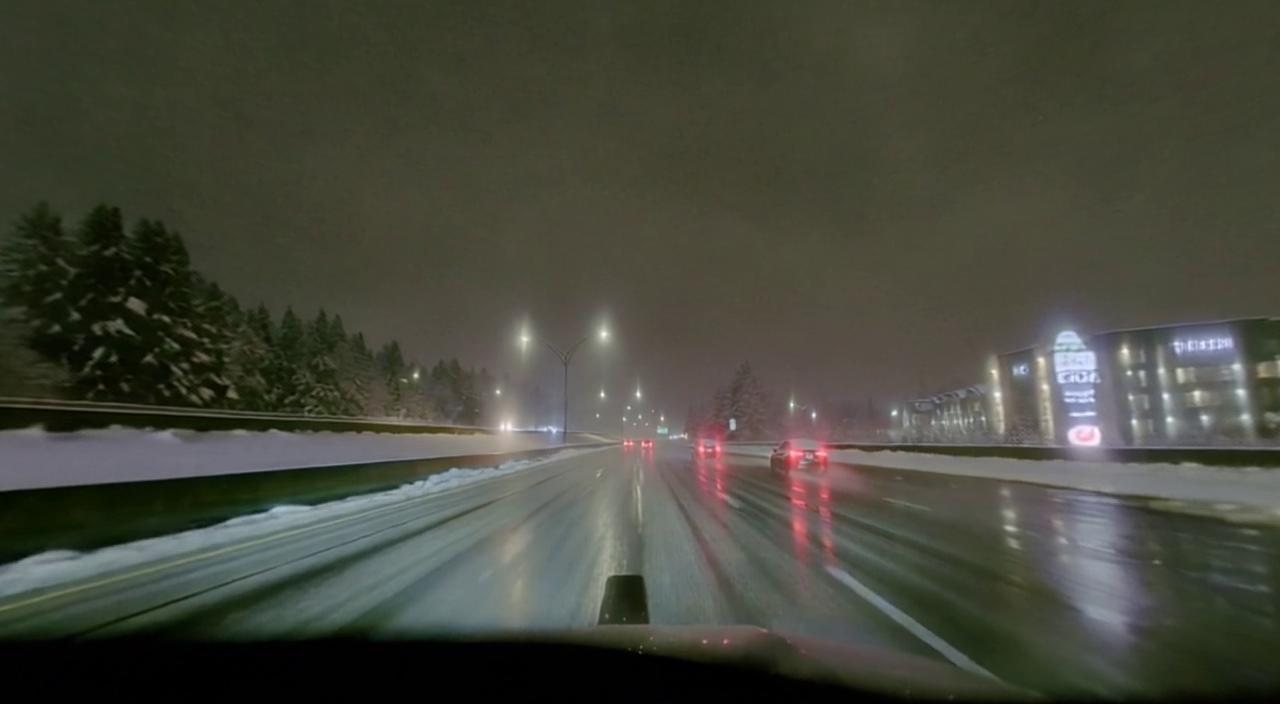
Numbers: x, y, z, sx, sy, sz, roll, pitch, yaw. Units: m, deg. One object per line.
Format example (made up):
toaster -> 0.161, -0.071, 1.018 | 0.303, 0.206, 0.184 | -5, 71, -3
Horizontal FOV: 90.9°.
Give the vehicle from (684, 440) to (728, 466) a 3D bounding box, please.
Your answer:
vehicle -> 3.799, 5.898, 37.058 | 2.069, 1.431, 4.313 | 0, -8, -1
